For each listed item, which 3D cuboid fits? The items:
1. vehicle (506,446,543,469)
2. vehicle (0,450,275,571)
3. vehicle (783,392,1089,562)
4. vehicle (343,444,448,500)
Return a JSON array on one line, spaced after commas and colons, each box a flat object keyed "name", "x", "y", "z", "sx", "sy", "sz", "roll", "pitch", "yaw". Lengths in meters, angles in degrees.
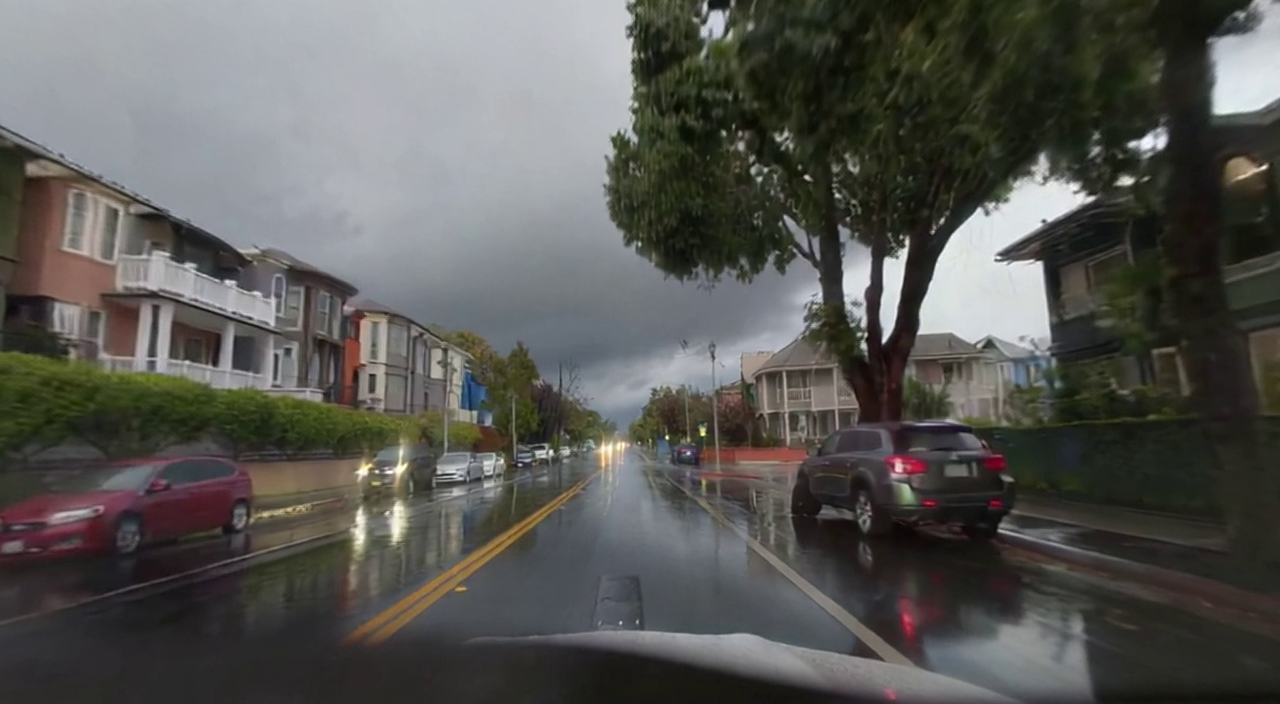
[{"name": "vehicle", "x": -8.362, "y": 7.657, "z": 46.085, "sx": 1.967, "sy": 1.517, "sz": 4.360, "roll": 0, "pitch": -9, "yaw": -2}, {"name": "vehicle", "x": -8.283, "y": 2.403, "z": 10.424, "sx": 1.983, "sy": 1.514, "sz": 4.459, "roll": 0, "pitch": -9, "yaw": -2}, {"name": "vehicle", "x": 4.279, "y": 1.958, "z": 10.668, "sx": 2.393, "sy": 2.075, "sz": 5.683, "roll": 0, "pitch": -9, "yaw": 0}, {"name": "vehicle", "x": -8.203, "y": 4.029, "z": 21.663, "sx": 1.919, "sy": 1.698, "sz": 4.328, "roll": 0, "pitch": -9, "yaw": -1}]
